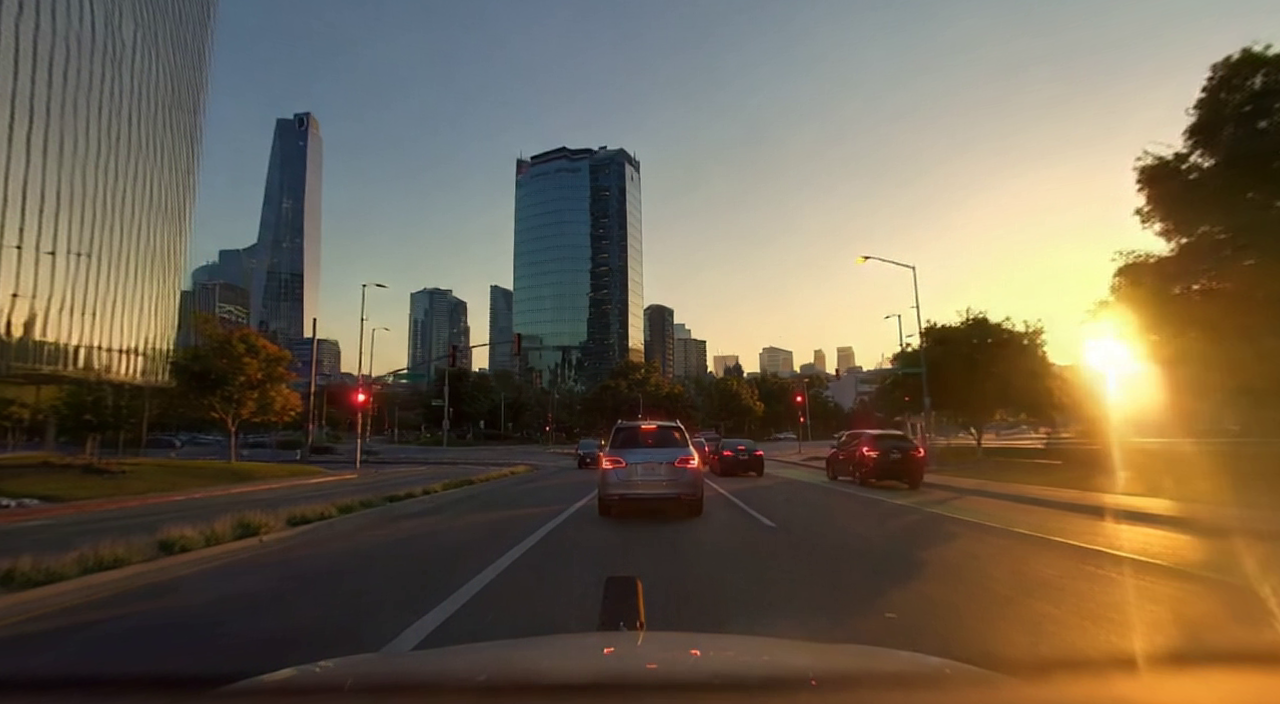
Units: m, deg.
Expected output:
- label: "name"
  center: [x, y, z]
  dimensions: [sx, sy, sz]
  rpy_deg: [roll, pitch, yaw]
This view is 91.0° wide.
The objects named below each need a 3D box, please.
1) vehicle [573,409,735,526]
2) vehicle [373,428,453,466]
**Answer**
- label: "vehicle"
  center: [0.237, 2.219, 12.518]
  dimensions: [2.601, 1.878, 4.535]
  rpy_deg: [0, -9, 0]
- label: "vehicle"
  center: [-15.310, 6.346, 42.197]
  dimensions: [2.717, 2.310, 6.448]
  rpy_deg: [8, -11, -41]
